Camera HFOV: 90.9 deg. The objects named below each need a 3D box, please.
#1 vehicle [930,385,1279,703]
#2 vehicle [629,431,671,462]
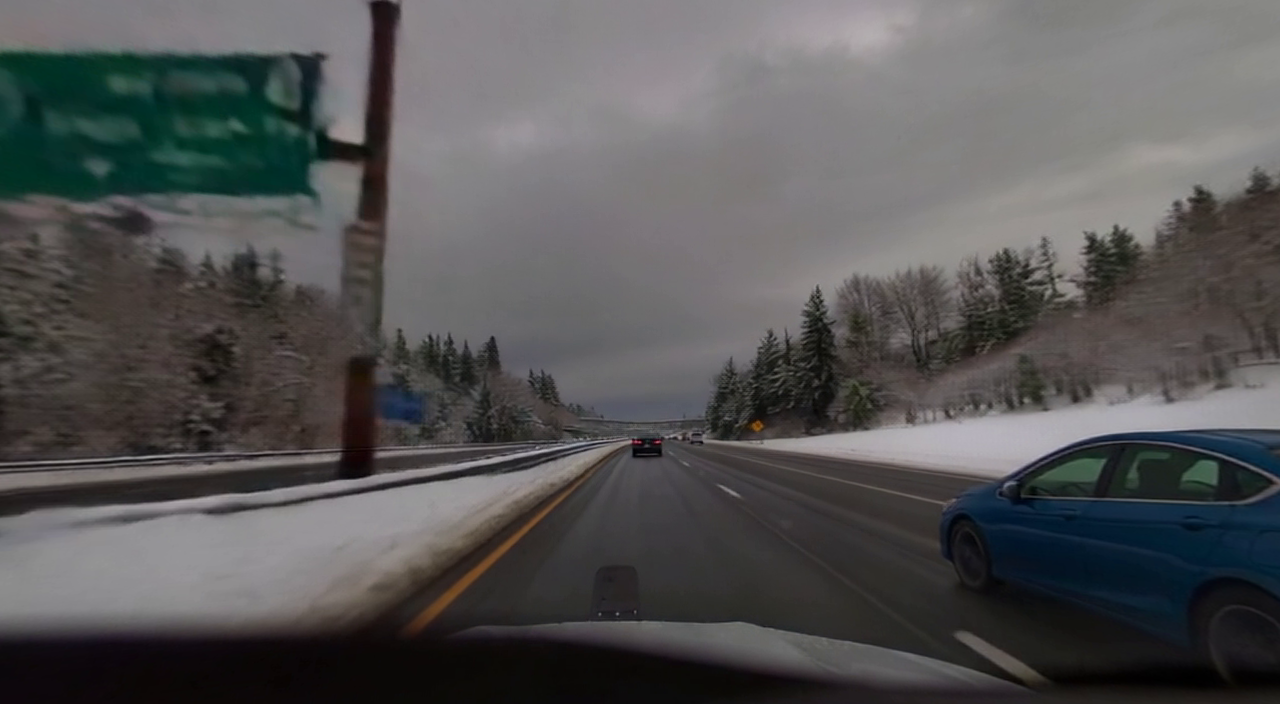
[{"bbox_3d":[3.589,0.973,3.264,1.981,1.467,4.459,0,-8,-1],"label":"vehicle"},{"bbox_3d":[0.478,4.943,33.094,2.046,1.526,3.903,0,-8,-1],"label":"vehicle"}]
